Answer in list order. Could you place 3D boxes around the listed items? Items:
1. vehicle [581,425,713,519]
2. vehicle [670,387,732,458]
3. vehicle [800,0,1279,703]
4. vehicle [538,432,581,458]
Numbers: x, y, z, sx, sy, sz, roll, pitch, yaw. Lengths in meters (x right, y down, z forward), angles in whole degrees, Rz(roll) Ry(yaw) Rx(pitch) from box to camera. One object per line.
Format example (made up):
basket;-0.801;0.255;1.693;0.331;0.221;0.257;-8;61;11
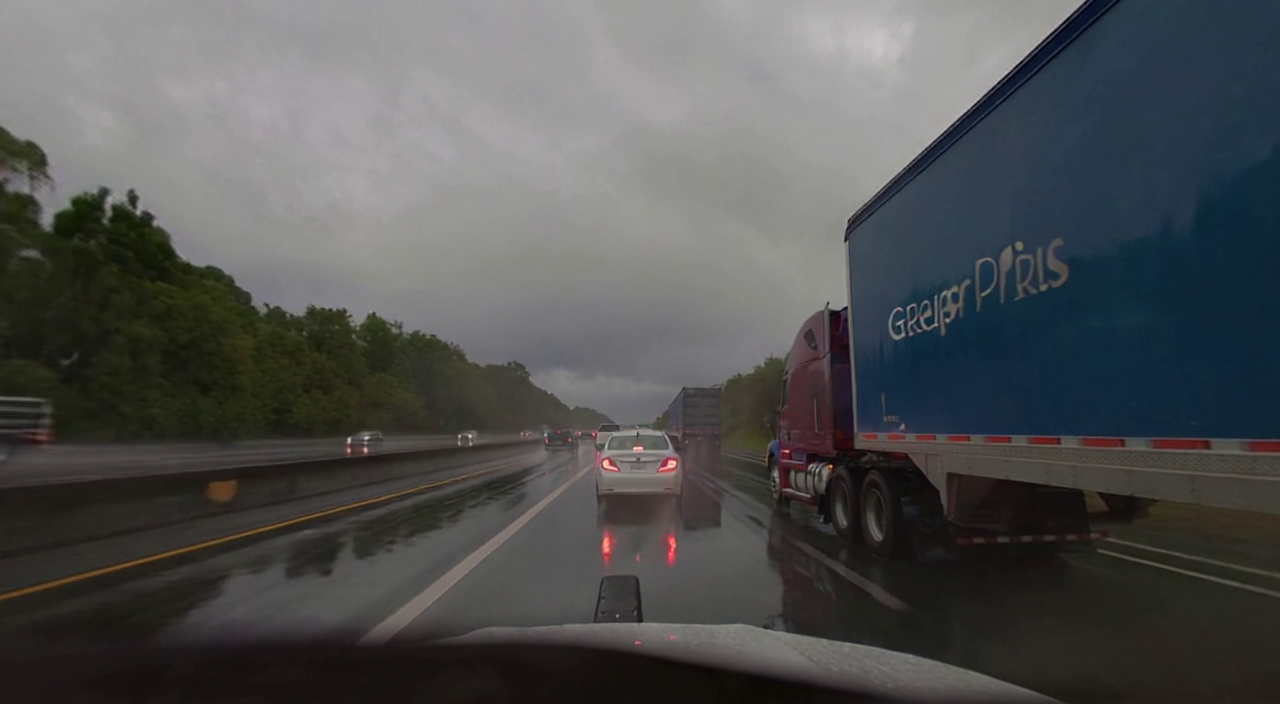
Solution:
vehicle;0.079;2.089;11.543;2.021;1.435;3.611;0;-8;-1
vehicle;3.827;4.971;43.278;2.869;4.067;13.731;0;-8;0
vehicle;4.138;-0.240;3.343;2.816;4.070;14.136;0;-8;0
vehicle;-4.717;5.477;37.399;1.983;1.434;4.451;0;-8;0
